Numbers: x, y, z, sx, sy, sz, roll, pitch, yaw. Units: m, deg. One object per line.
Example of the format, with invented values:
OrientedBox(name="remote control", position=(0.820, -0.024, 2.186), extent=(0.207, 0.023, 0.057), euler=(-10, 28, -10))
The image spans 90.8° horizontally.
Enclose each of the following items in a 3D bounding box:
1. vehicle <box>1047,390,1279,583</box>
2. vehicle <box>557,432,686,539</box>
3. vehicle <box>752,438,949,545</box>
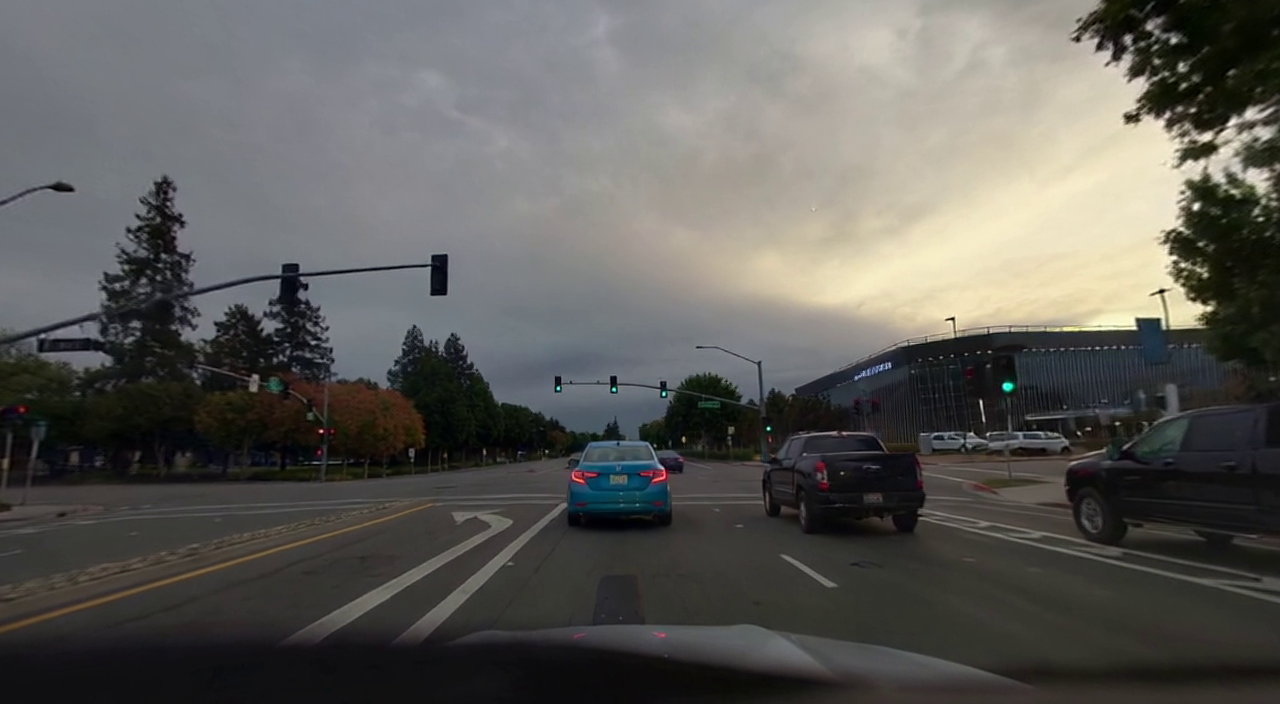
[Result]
OrientedBox(name="vehicle", position=(7.547, 1.436, 6.940), extent=(2.240, 1.923, 5.678), euler=(0, -8, -1))
OrientedBox(name="vehicle", position=(-0.316, 2.393, 11.943), extent=(2.037, 1.674, 3.693), euler=(0, -8, -1))
OrientedBox(name="vehicle", position=(3.530, 2.400, 11.678), extent=(1.955, 1.550, 4.587), euler=(0, -8, -1))
